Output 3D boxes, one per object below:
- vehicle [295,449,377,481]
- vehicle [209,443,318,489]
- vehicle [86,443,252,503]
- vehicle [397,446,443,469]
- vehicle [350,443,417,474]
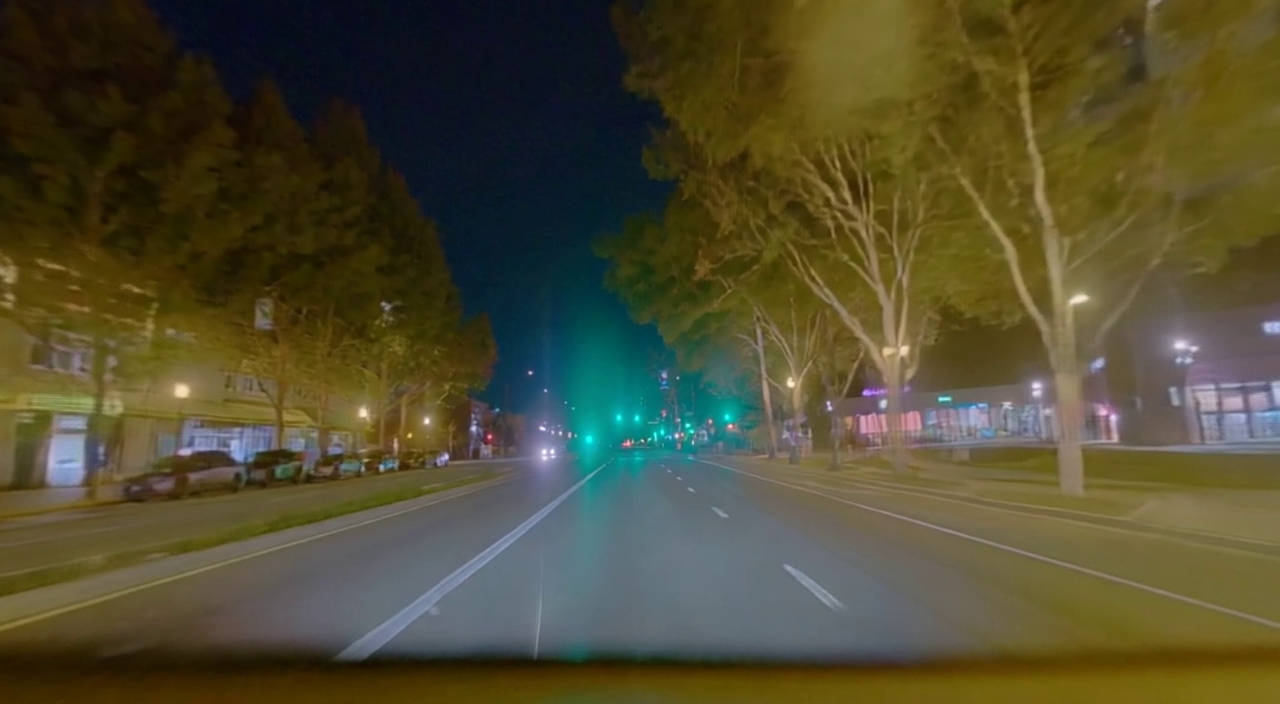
[{"bbox_3d":[-15.445,5.730,32.401,1.776,1.468,5.089,0,-8,-1],"label":"vehicle"},{"bbox_3d":[-15.870,4.787,26.954,1.880,1.791,4.666,0,-8,-2],"label":"vehicle"},{"bbox_3d":[-15.515,3.963,21.268,1.950,1.749,5.006,1,-8,-4],"label":"vehicle"},{"bbox_3d":[-15.831,7.609,45.701,1.831,1.599,4.080,0,-8,0],"label":"vehicle"},{"bbox_3d":[-15.623,6.501,38.785,1.978,1.760,5.097,0,-8,0],"label":"vehicle"}]
